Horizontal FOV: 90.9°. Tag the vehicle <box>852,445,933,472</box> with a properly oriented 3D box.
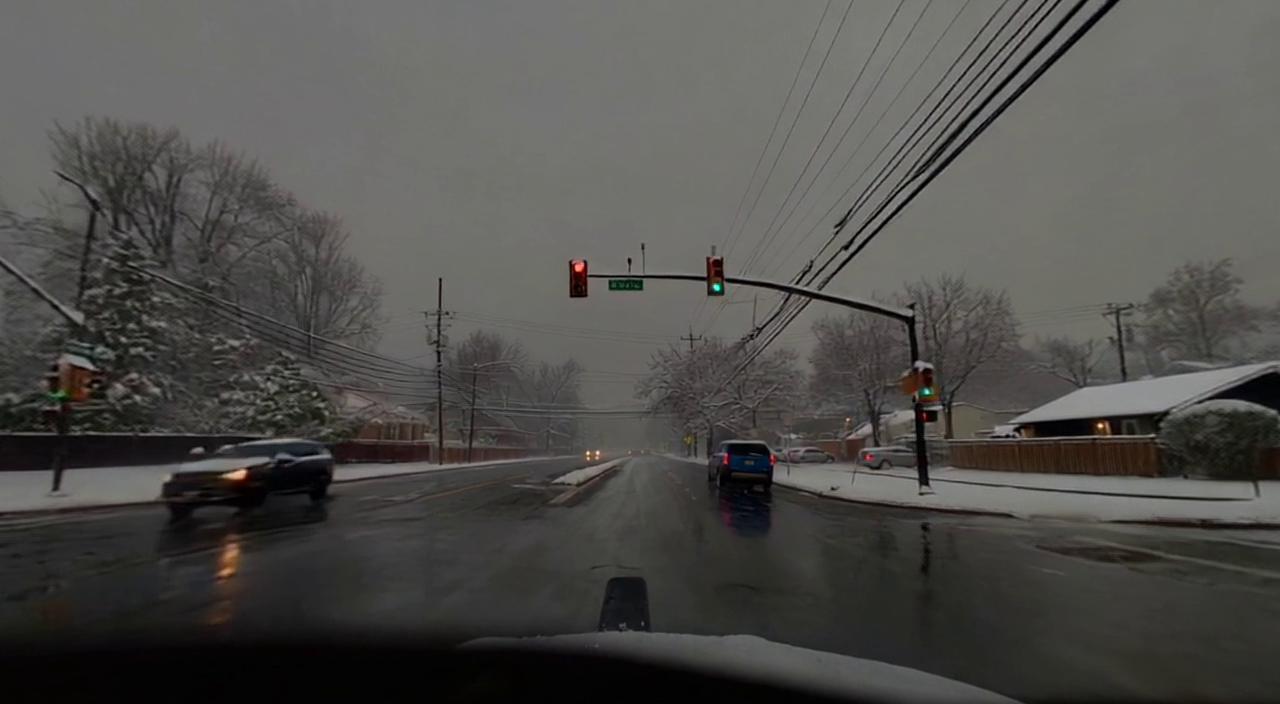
[{"bbox_3d":[15.516,6.525,38.856,4.135,1.558,1.929,0,-8,3],"label":"vehicle"}]

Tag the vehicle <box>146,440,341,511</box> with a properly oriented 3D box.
[{"bbox_3d":[-10.312,3.226,16.960,2.241,1.620,4.511,-1,-9,1],"label":"vehicle"}]

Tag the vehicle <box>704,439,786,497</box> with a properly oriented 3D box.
[{"bbox_3d":[3.664,4.146,22.993,2.144,1.843,4.827,0,-9,0],"label":"vehicle"}]
